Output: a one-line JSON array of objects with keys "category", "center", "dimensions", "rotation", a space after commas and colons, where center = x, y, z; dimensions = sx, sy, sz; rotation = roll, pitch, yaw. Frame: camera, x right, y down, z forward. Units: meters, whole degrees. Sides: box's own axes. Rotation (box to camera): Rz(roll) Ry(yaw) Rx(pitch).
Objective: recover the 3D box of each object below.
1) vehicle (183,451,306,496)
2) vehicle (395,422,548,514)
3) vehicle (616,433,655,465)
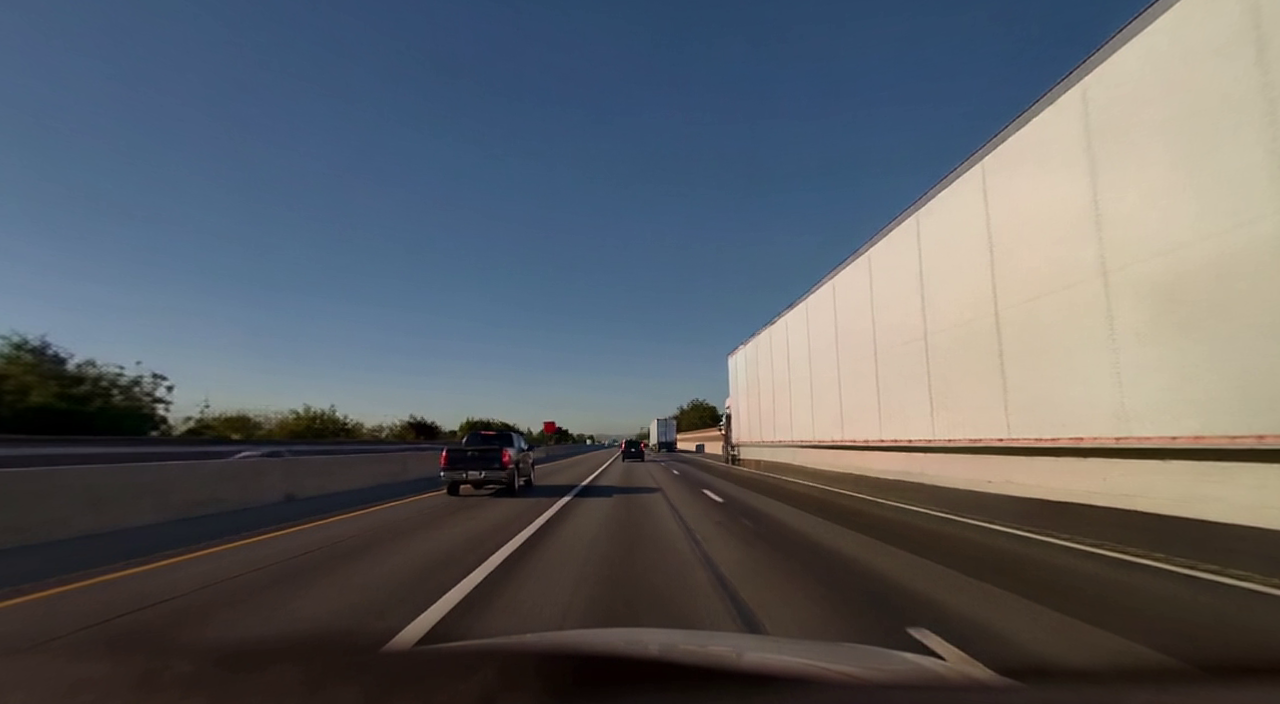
[{"category": "vehicle", "center": [-15.287, 4.678, 24.700], "dimensions": [1.933, 1.496, 4.597], "rotation": [0, -8, -1]}, {"category": "vehicle", "center": [-3.617, 2.581, 14.571], "dimensions": [2.326, 1.761, 4.450], "rotation": [0, -8, 0]}, {"category": "vehicle", "center": [-0.355, 6.487, 42.231], "dimensions": [2.456, 2.007, 4.728], "rotation": [0, -8, -2]}]
